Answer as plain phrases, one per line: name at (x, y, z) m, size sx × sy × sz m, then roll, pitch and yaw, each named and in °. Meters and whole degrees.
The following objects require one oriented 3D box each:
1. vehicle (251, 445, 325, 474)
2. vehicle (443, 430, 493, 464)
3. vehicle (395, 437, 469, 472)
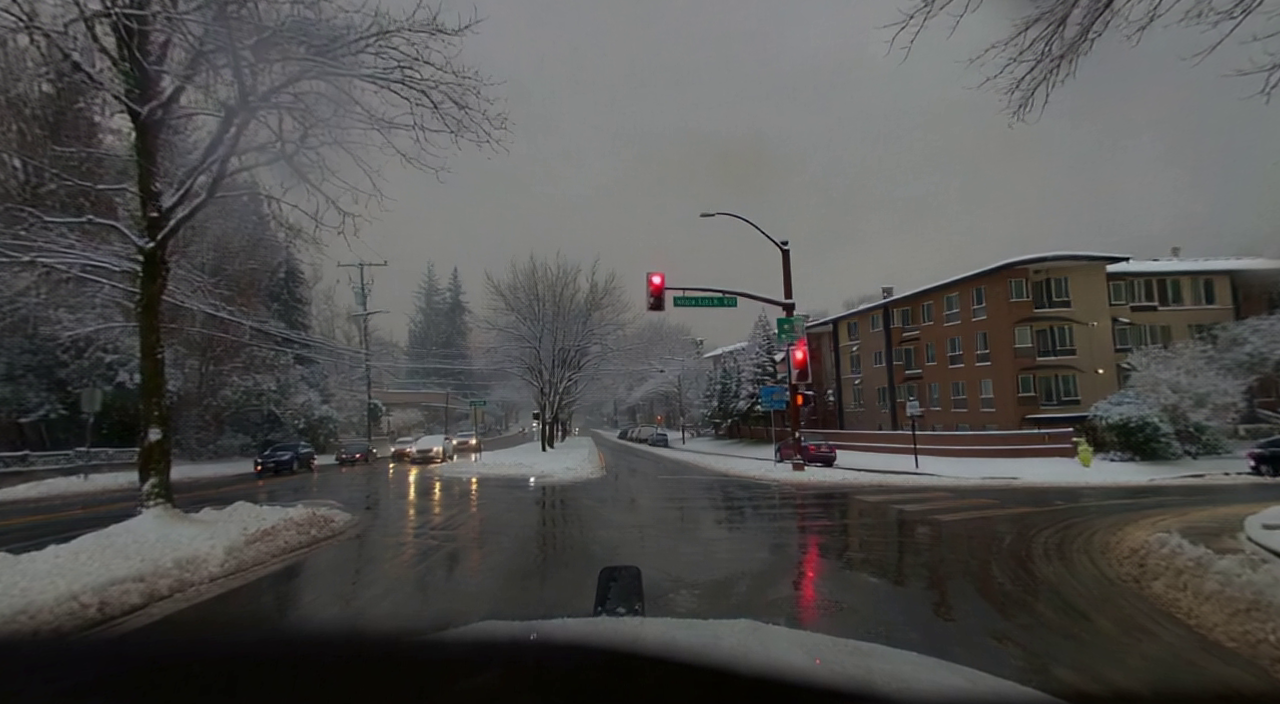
vehicle at (-21.111, 6.451, 38.092) m, size 1.981 × 1.628 × 4.336 m, roll 0°, pitch -9°, yaw -1°
vehicle at (-9.782, 5.456, 36.186) m, size 1.910 × 1.818 × 4.057 m, roll 0°, pitch -9°, yaw -3°
vehicle at (-9.683, 4.802, 29.790) m, size 2.116 × 1.521 × 4.294 m, roll 0°, pitch -9°, yaw -1°
